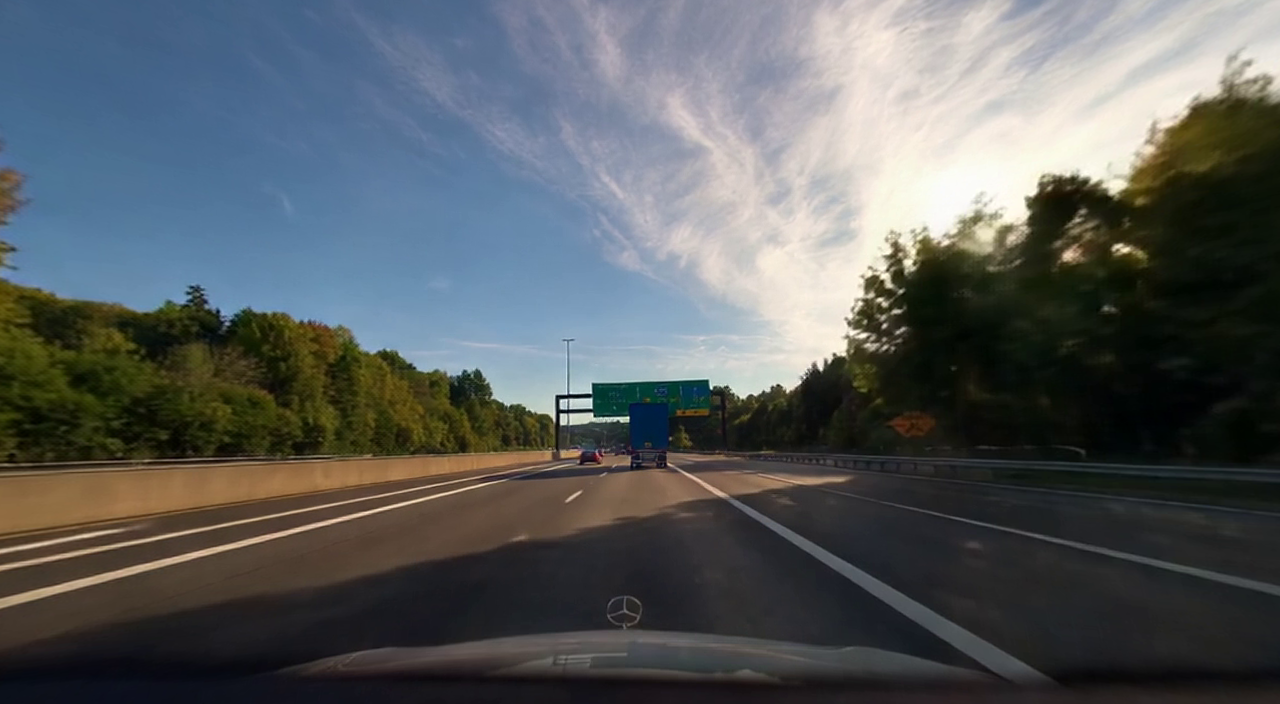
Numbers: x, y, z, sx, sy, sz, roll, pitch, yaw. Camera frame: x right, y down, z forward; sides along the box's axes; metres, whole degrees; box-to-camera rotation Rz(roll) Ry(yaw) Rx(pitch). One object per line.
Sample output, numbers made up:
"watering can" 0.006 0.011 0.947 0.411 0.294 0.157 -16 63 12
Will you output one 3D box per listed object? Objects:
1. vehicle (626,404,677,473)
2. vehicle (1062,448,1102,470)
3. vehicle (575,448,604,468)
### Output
"vehicle" 0.694 5.904 42.604 3.022 4.072 10.318 0 -9 0
"vehicle" 31.313 7.507 44.560 1.958 1.442 4.396 -7 -11 38
"vehicle" -3.841 8.092 48.355 1.873 1.469 3.601 0 -9 0
